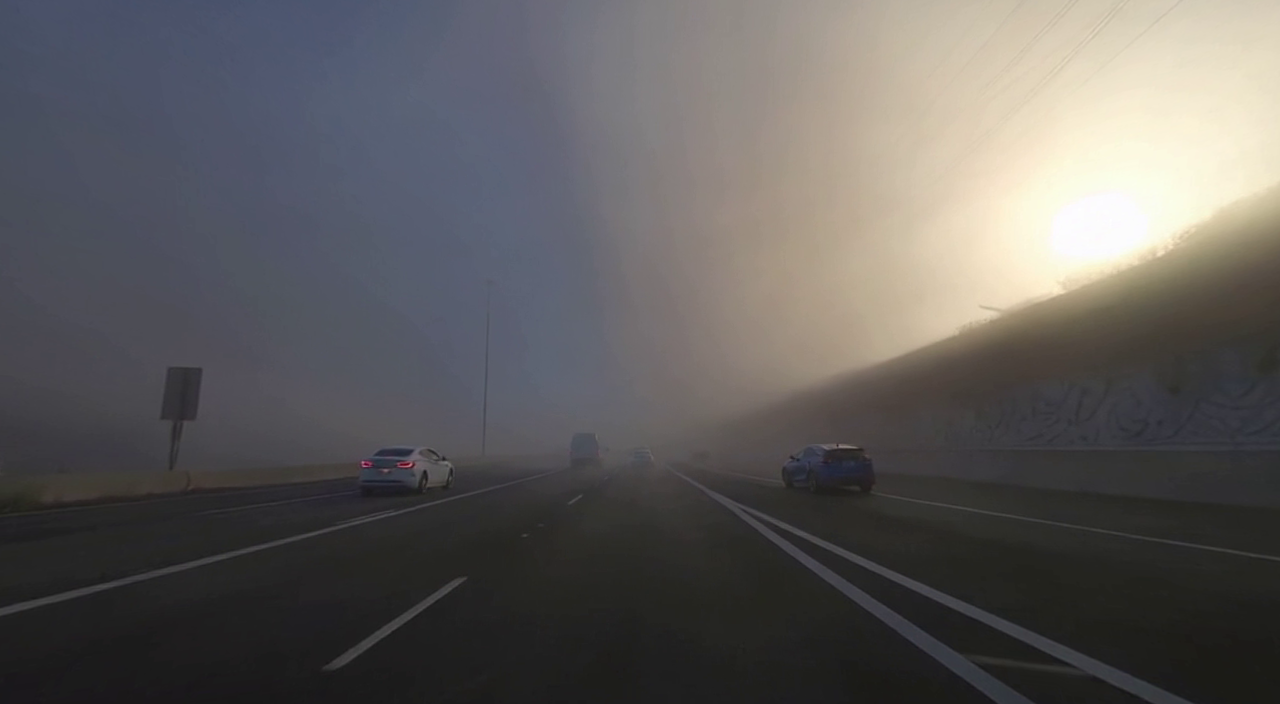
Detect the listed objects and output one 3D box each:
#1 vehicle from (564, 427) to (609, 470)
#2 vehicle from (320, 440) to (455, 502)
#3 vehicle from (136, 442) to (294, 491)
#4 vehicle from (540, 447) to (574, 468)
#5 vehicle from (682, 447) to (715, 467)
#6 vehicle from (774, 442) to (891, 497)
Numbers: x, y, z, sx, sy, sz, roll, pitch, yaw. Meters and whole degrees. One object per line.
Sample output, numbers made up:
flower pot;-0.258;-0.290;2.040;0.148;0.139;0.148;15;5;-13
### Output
vehicle;-3.438;6.429;41.891;2.395;2.660;5.827;0;-9;1
vehicle;-6.982;3.323;18.018;1.967;1.525;4.458;0;-9;1
vehicle;-14.771;3.989;22.365;2.039;1.538;5.037;0;-9;1
vehicle;-6.319;8.033;48.178;1.944;1.490;4.442;0;-9;0
vehicle;4.462;8.153;49.034;2.095;1.504;4.536;0;-9;-1
vehicle;5.656;3.510;19.197;2.052;1.470;4.364;0;-9;-2
